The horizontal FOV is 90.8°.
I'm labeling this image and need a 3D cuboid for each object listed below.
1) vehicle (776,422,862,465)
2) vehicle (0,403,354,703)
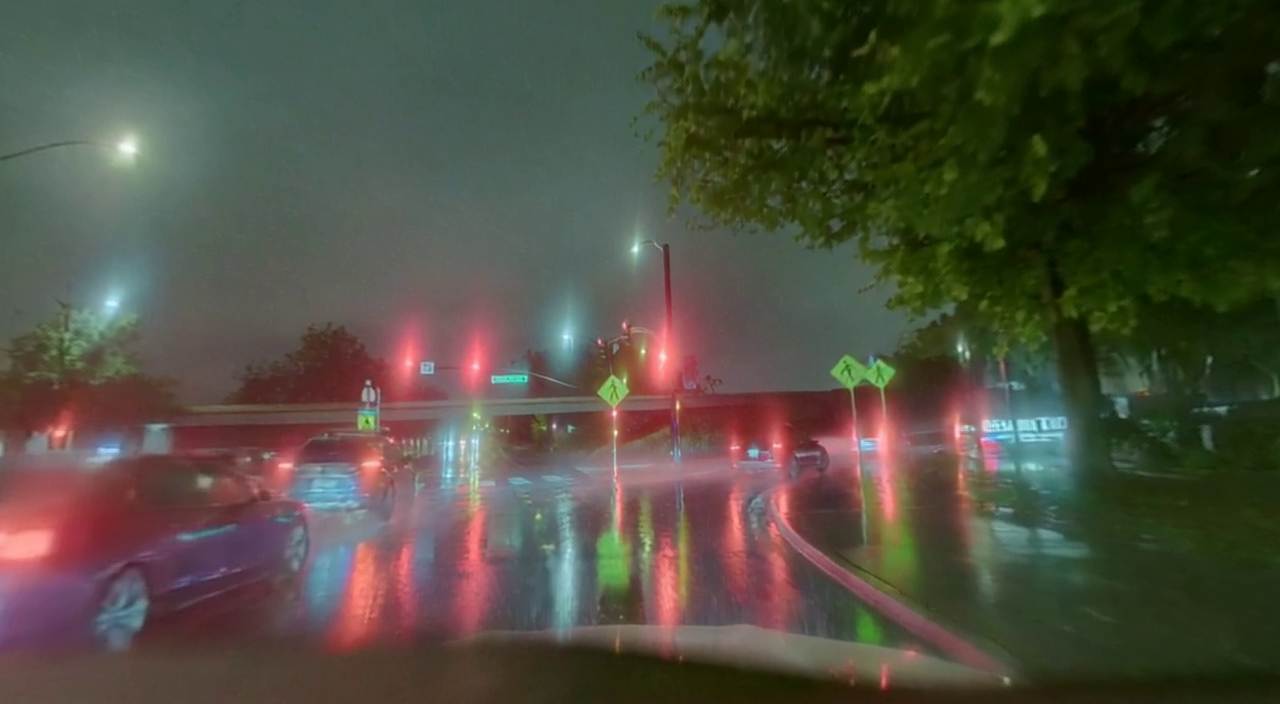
[{"bbox_3d":[7.539,3.824,26.381,1.908,1.622,4.166,-7,-11,39],"label":"vehicle"},{"bbox_3d":[-3.661,1.236,4.177,2.176,1.489,4.518,1,-9,-11],"label":"vehicle"}]
